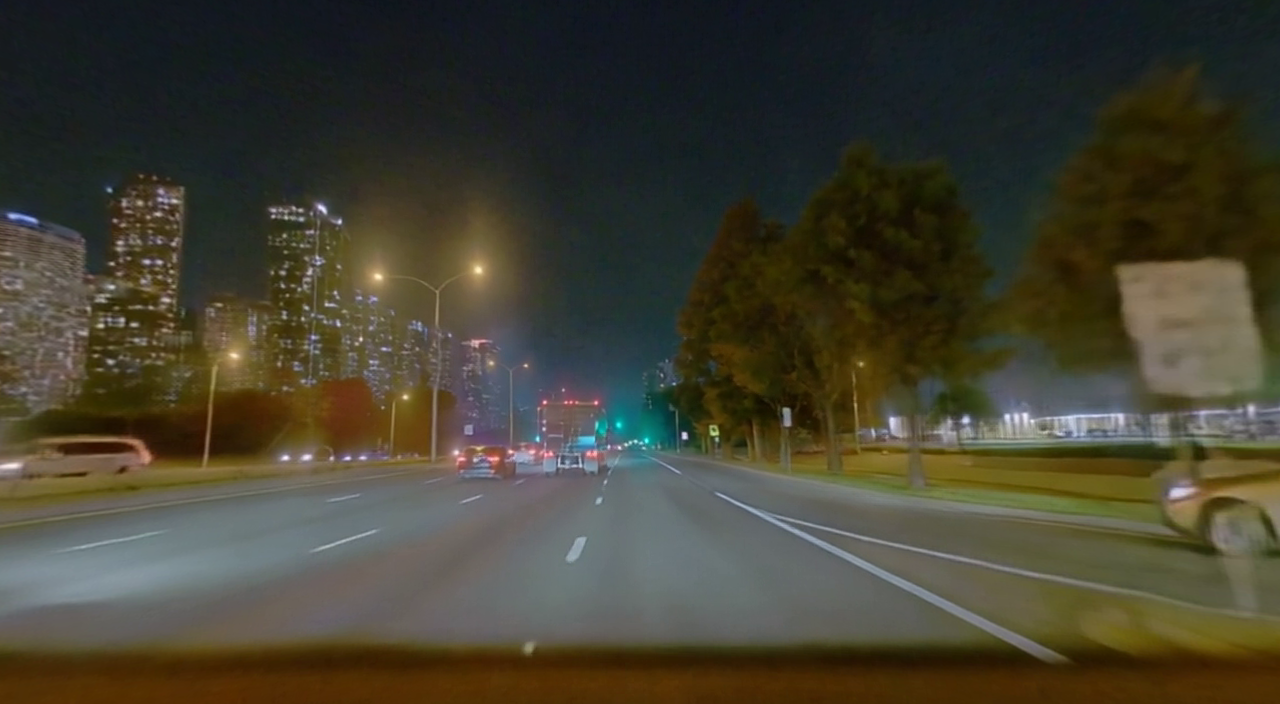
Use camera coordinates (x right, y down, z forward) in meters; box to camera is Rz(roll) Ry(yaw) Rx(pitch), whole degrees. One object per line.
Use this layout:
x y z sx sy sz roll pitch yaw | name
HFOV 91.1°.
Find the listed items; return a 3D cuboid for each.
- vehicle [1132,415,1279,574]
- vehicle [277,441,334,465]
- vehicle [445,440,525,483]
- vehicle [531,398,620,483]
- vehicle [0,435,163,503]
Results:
8.349 1.466 6.339 2.140 1.685 4.720 5 -10 -30 | vehicle
-25.846 7.826 48.694 1.937 1.706 4.617 0 -9 0 | vehicle
-5.787 4.120 23.964 2.023 1.483 4.143 0 -9 -1 | vehicle
-2.451 3.712 26.235 2.993 3.051 6.692 0 -9 0 | vehicle
-15.272 3.001 16.512 2.026 1.523 4.584 0 -9 -4 | vehicle
